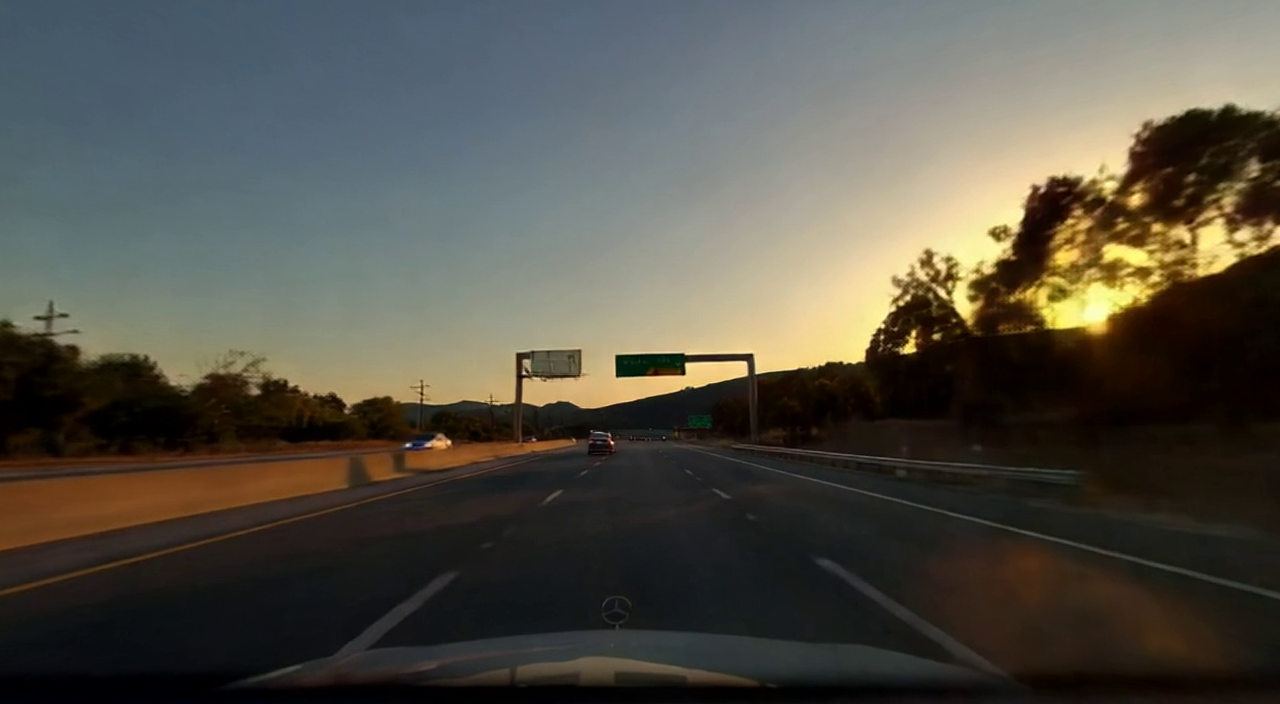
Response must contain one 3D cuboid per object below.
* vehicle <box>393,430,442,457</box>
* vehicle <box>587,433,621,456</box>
[{"bbox_3d":[-17.255,7.087,49.156,2.099,1.969,4.815,0,-8,0],"label":"vehicle"},{"bbox_3d":[-2.517,6.642,45.400,2.148,1.603,4.513,0,-8,1],"label":"vehicle"}]
